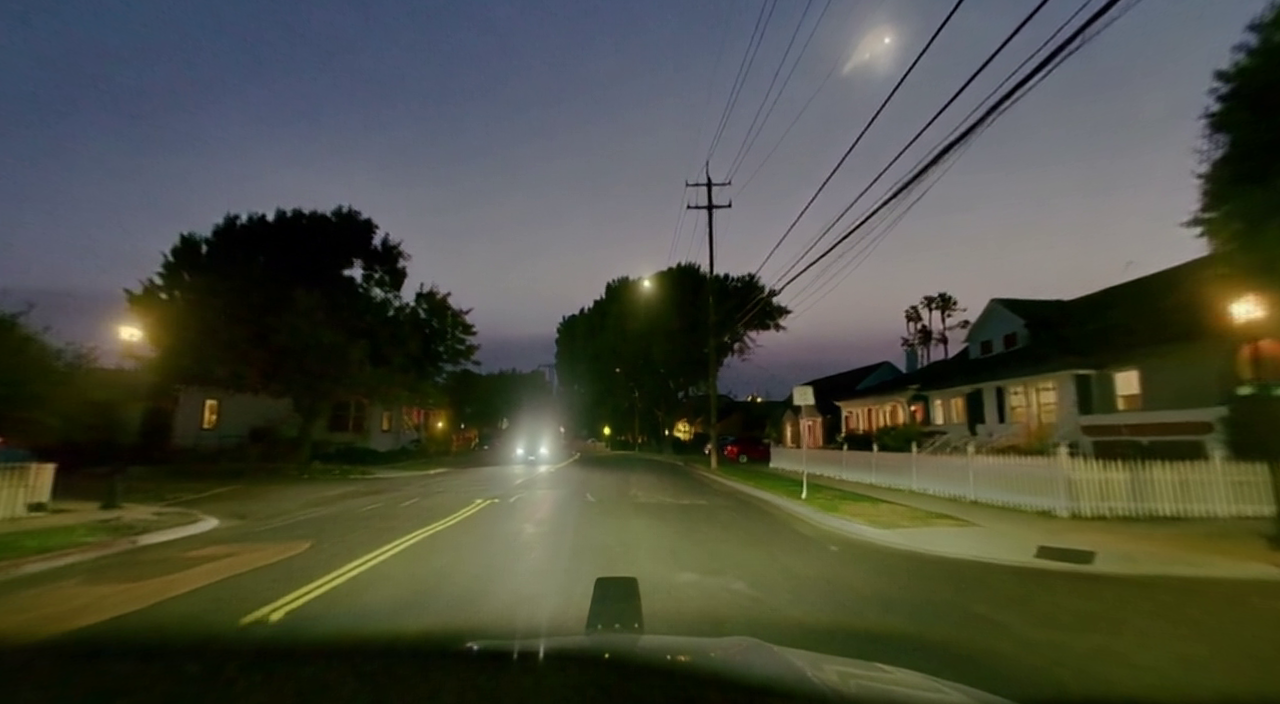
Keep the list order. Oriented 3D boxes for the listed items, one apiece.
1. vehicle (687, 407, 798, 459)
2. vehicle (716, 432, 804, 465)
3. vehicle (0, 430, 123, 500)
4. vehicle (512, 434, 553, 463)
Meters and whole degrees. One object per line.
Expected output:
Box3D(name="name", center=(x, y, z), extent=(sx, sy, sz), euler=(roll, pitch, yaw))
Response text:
Box3D(name="vehicle", center=(7.142, 5.724, 44.527), extent=(7.115, 3.010, 2.378), euler=(-3, -9, -8))
Box3D(name="vehicle", center=(6.660, 5.412, 35.463), extent=(4.412, 1.565, 1.957), euler=(-2, -7, -2))
Box3D(name="vehicle", center=(-14.975, 2.493, 14.281), extent=(4.751, 1.459, 1.996), euler=(0, -7, -2))
Box3D(name="vehicle", center=(-5.989, 5.425, 35.724), extent=(1.892, 1.501, 4.335), euler=(1, -7, -5))
